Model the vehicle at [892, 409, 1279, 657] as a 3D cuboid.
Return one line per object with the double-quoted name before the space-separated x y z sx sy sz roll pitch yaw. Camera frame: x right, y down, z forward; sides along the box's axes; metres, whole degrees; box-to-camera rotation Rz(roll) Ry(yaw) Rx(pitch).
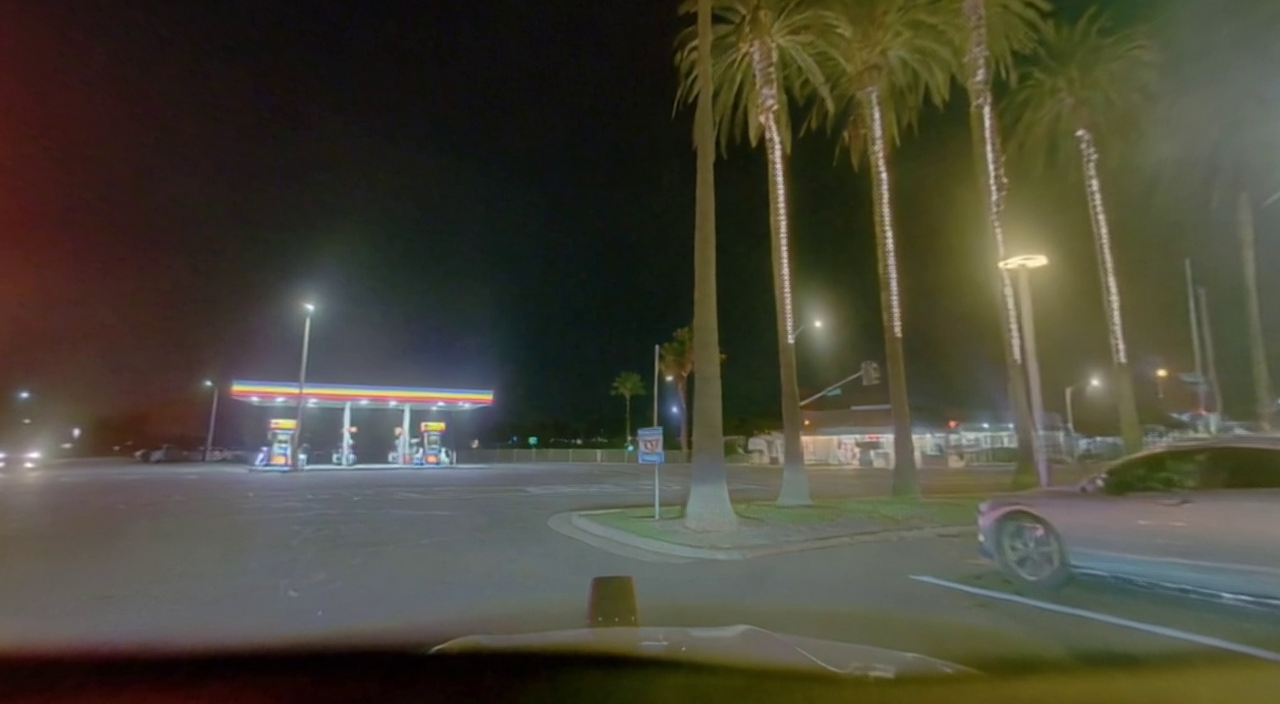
"vehicle" 4.511 1.242 4.793 1.937 1.490 4.564 5 -10 -28
